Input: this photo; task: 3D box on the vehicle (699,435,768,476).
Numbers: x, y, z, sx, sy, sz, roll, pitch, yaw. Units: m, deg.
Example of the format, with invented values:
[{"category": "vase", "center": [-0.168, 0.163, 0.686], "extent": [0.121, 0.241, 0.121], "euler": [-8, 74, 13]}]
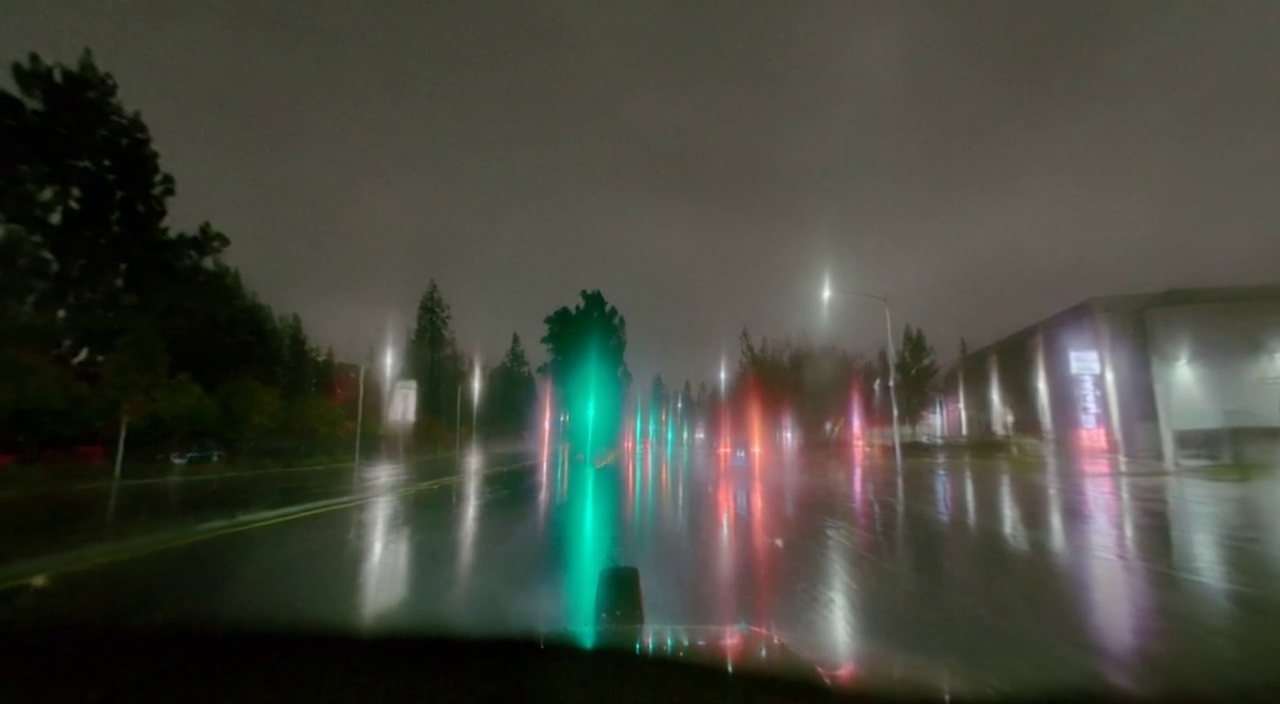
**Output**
[{"category": "vehicle", "center": [3.645, 4.126, 25.512], "extent": [1.948, 1.479, 4.620], "euler": [0, -8, -2]}]

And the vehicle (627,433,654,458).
[{"category": "vehicle", "center": [0.030, 7.086, 47.989], "extent": [1.988, 1.800, 4.322], "euler": [0, -8, 0]}]
